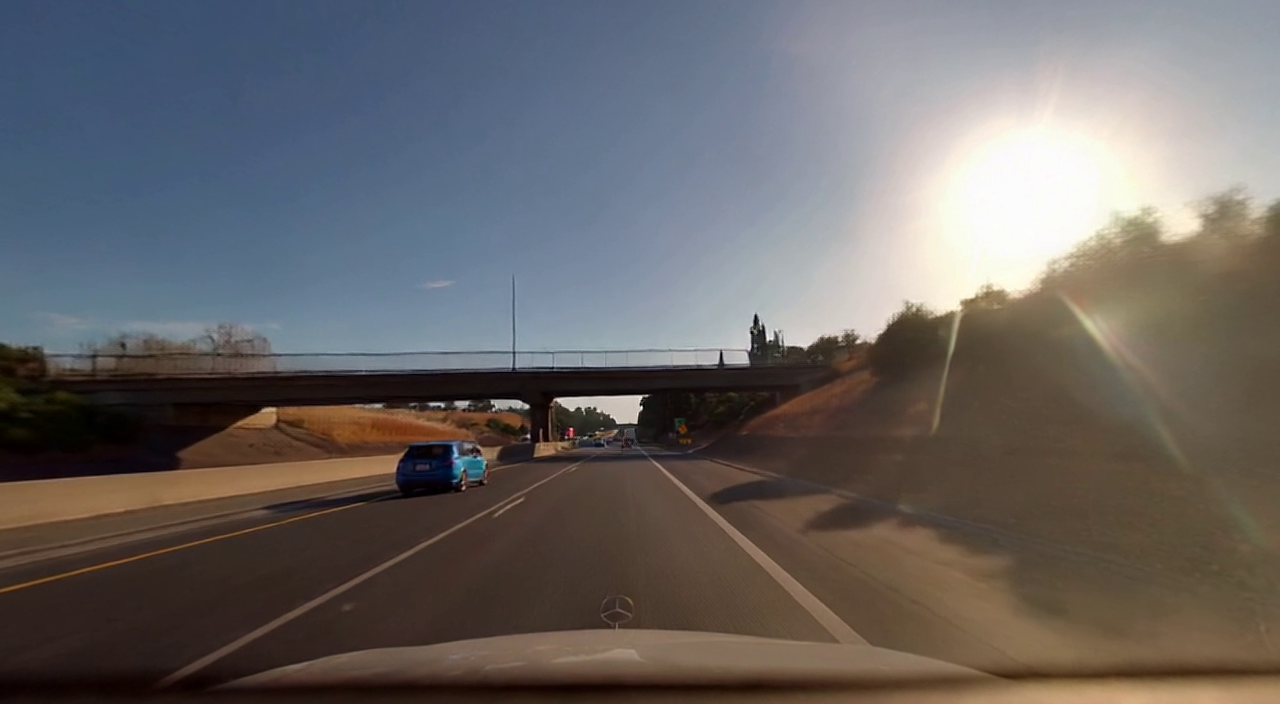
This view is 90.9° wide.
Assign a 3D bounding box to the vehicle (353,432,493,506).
[{"bbox_3d":[-4.917,2.658,14.892,1.965,1.513,3.774,0,-8,0],"label":"vehicle"}]
